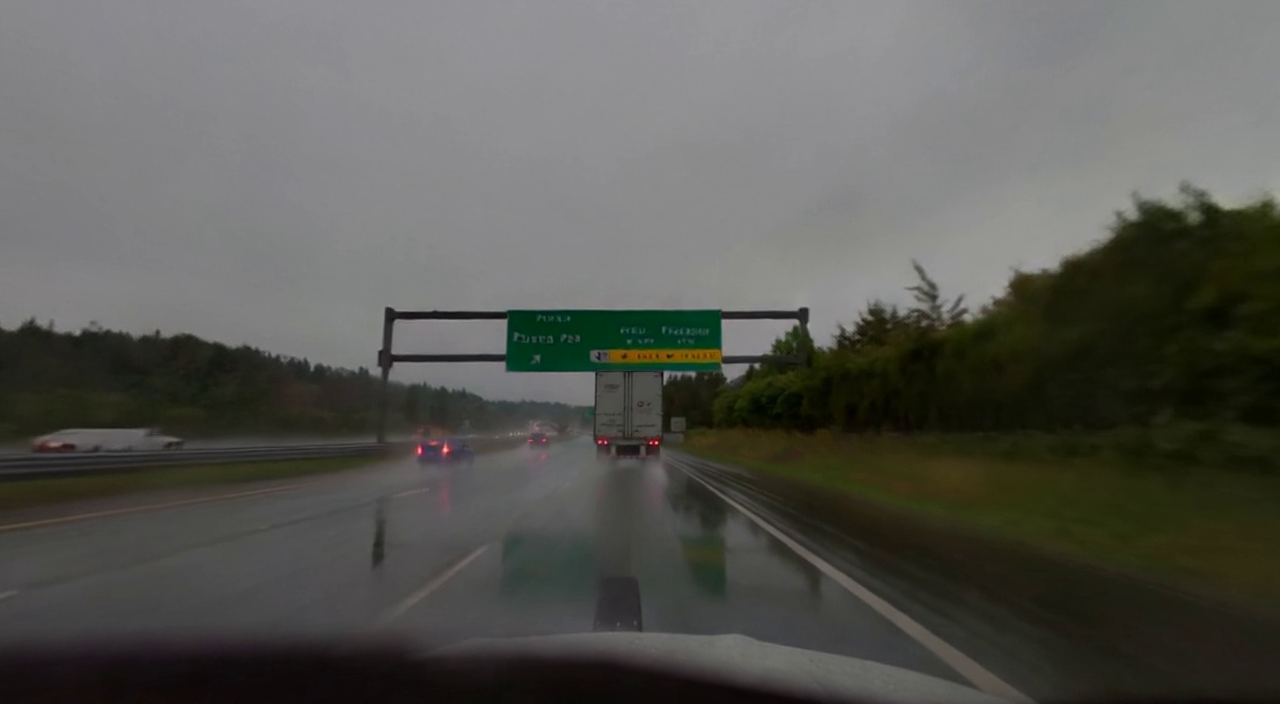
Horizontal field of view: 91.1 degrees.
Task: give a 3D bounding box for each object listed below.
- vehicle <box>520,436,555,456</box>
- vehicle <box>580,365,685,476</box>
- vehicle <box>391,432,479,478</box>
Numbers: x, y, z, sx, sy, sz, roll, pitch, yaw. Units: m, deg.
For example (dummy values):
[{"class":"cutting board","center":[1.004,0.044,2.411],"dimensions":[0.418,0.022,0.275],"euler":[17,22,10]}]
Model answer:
[{"class":"vehicle","center":[-8.010,7.365,49.417],"dimensions":[1.949,1.437,4.296],"euler":[0,-8,0]},{"class":"vehicle","center":[-0.340,3.051,26.368],"dimensions":[3.033,3.223,14.836],"euler":[3,-8,-1]},{"class":"vehicle","center":[-7.135,3.588,22.290],"dimensions":[1.856,1.479,3.710],"euler":[0,-8,0]}]
